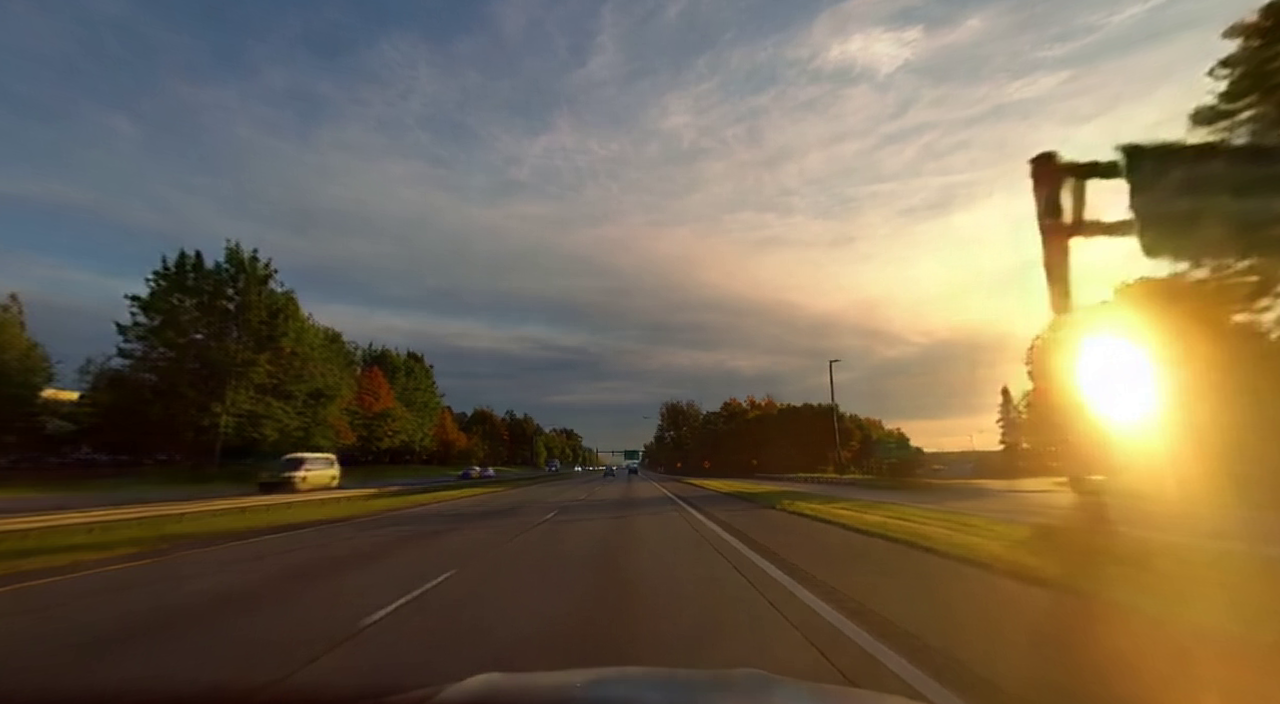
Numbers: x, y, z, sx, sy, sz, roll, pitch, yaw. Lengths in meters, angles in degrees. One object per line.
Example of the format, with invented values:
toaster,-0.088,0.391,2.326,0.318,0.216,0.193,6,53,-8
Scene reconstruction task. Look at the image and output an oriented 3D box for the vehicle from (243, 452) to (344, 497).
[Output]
vehicle,-16.240,5.787,29.873,2.038,1.869,4.719,1,-11,-1
